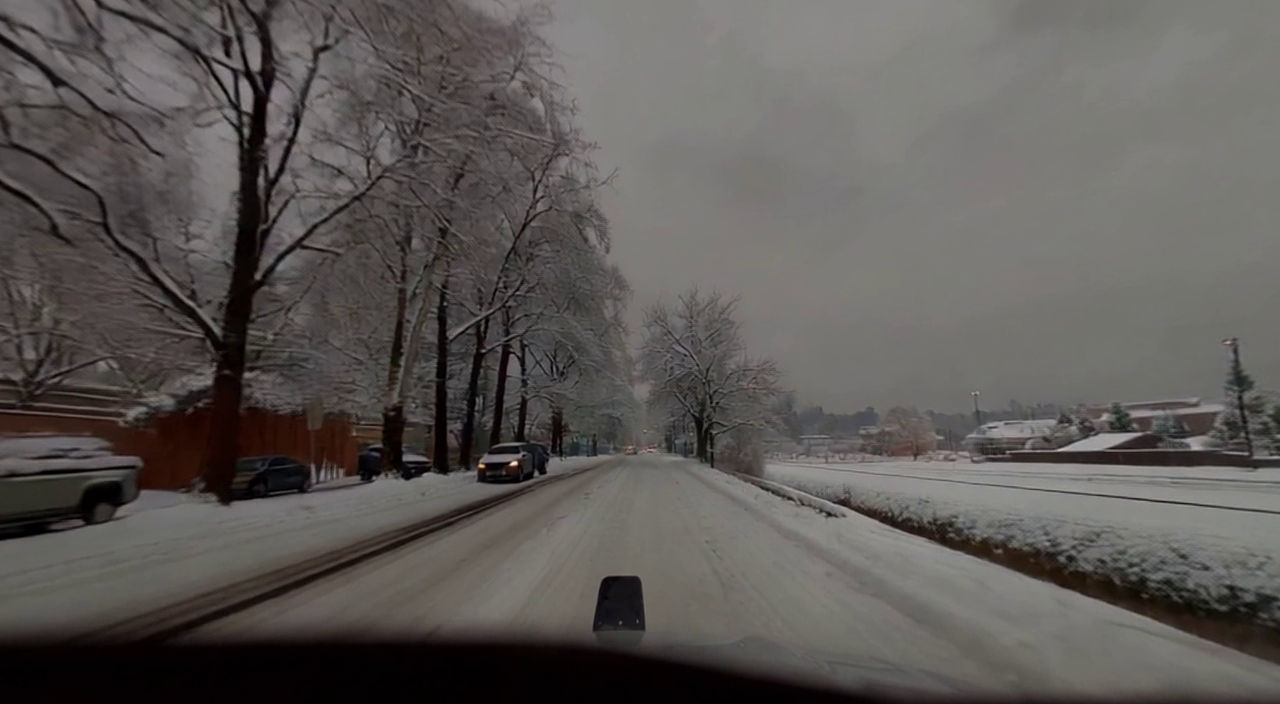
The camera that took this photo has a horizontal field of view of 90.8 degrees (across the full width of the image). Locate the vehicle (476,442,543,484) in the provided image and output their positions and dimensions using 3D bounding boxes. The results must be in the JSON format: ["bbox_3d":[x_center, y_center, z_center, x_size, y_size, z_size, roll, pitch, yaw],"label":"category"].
[{"bbox_3d":[-6.283,5.386,31.214,2.109,1.847,5.553,0,-8,0],"label":"vehicle"}]

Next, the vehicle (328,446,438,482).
[{"bbox_3d":[-13.725,5.989,33.901,4.991,1.692,1.960,1,-8,1],"label":"vehicle"}]
